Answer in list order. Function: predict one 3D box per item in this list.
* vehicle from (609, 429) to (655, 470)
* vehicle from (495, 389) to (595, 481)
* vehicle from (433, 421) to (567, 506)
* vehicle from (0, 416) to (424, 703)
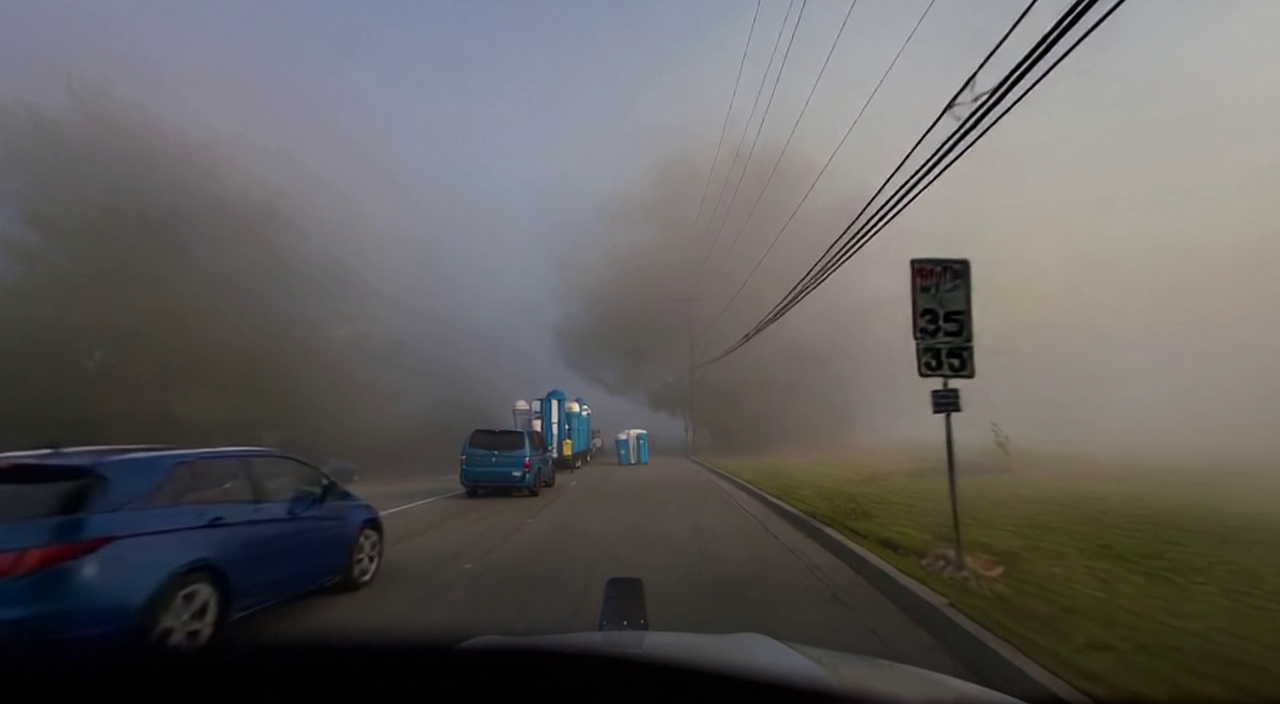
[{"bbox_3d":[-0.380,4.818,31.162,2.117,1.861,4.095,0,-8,-1],"label":"vehicle"},{"bbox_3d":[-3.804,3.665,27.490,3.120,3.393,7.945,0,-8,0],"label":"vehicle"},{"bbox_3d":[-3.291,2.749,15.958,2.187,1.821,4.748,0,-8,1],"label":"vehicle"},{"bbox_3d":[-3.391,1.319,4.710,1.966,1.466,4.473,0,-8,0],"label":"vehicle"}]
